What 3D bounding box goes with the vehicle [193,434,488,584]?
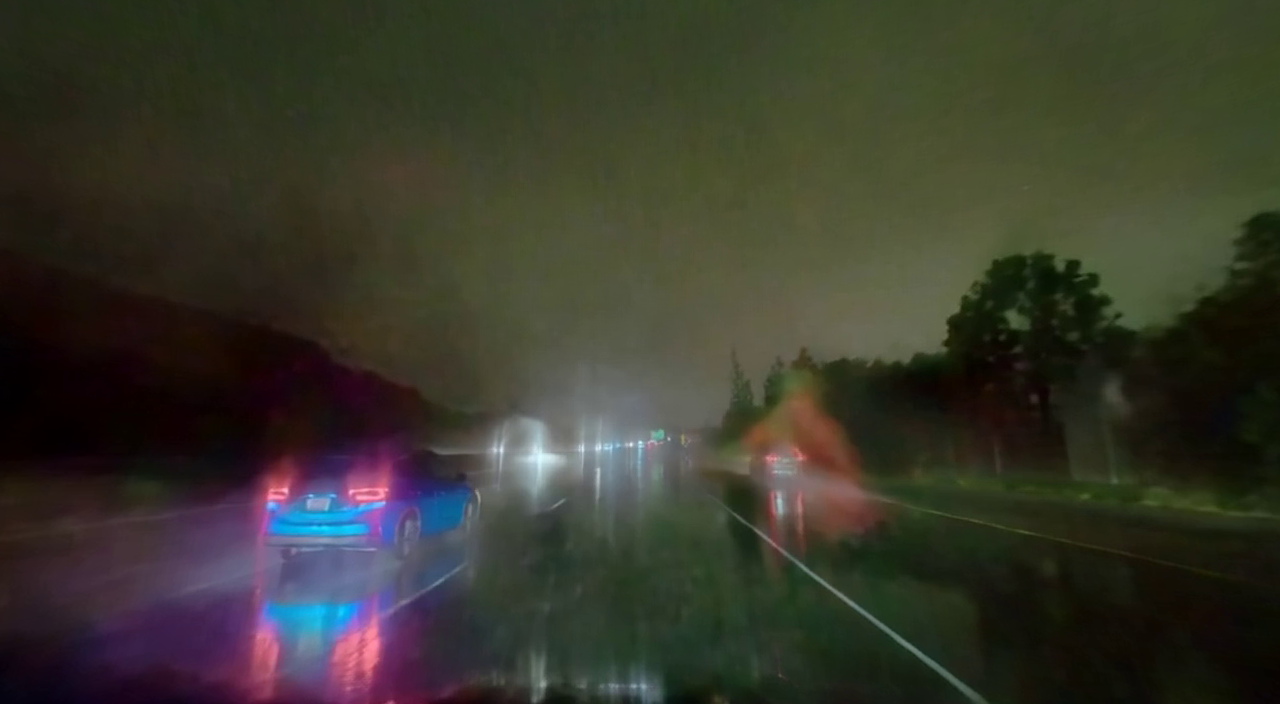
[{"bbox_3d":[-3.452,1.860,8.242,1.935,1.479,3.787,0,-9,1],"label":"vehicle"}]
